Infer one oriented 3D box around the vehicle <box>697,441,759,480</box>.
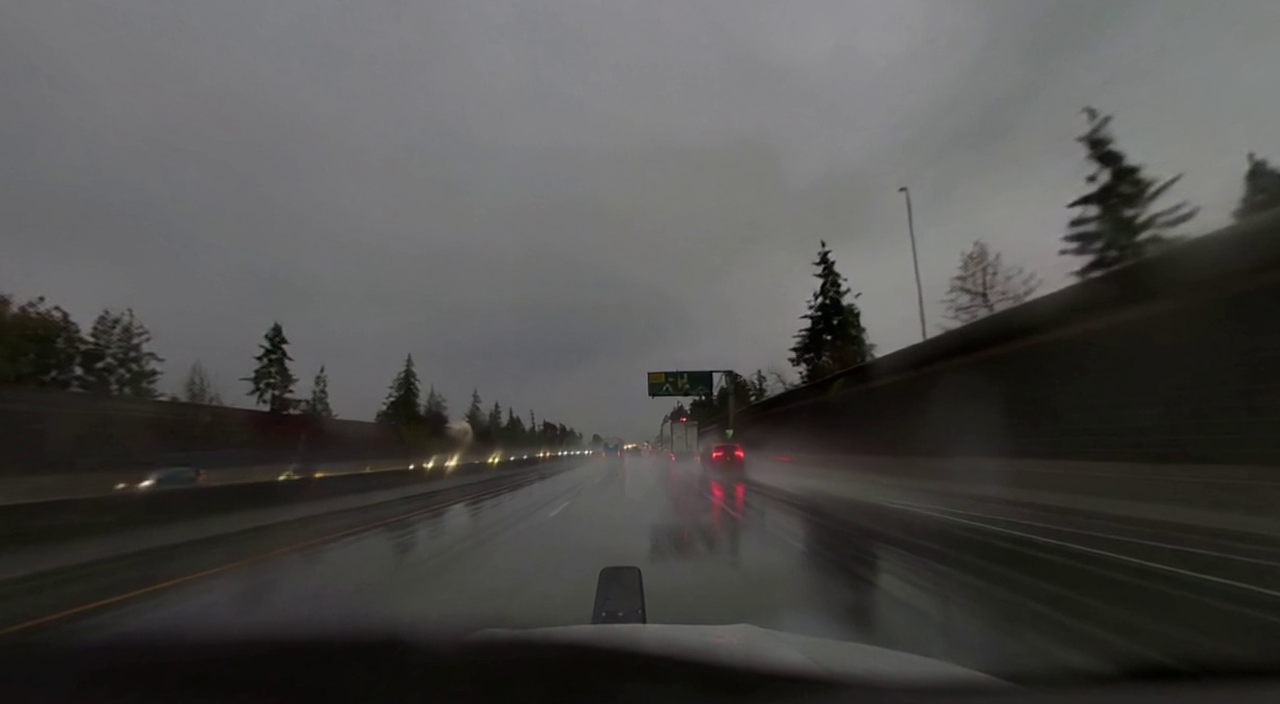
[{"bbox_3d":[3.900,4.891,28.669,2.066,1.638,4.158,0,-9,-2],"label":"vehicle"}]
